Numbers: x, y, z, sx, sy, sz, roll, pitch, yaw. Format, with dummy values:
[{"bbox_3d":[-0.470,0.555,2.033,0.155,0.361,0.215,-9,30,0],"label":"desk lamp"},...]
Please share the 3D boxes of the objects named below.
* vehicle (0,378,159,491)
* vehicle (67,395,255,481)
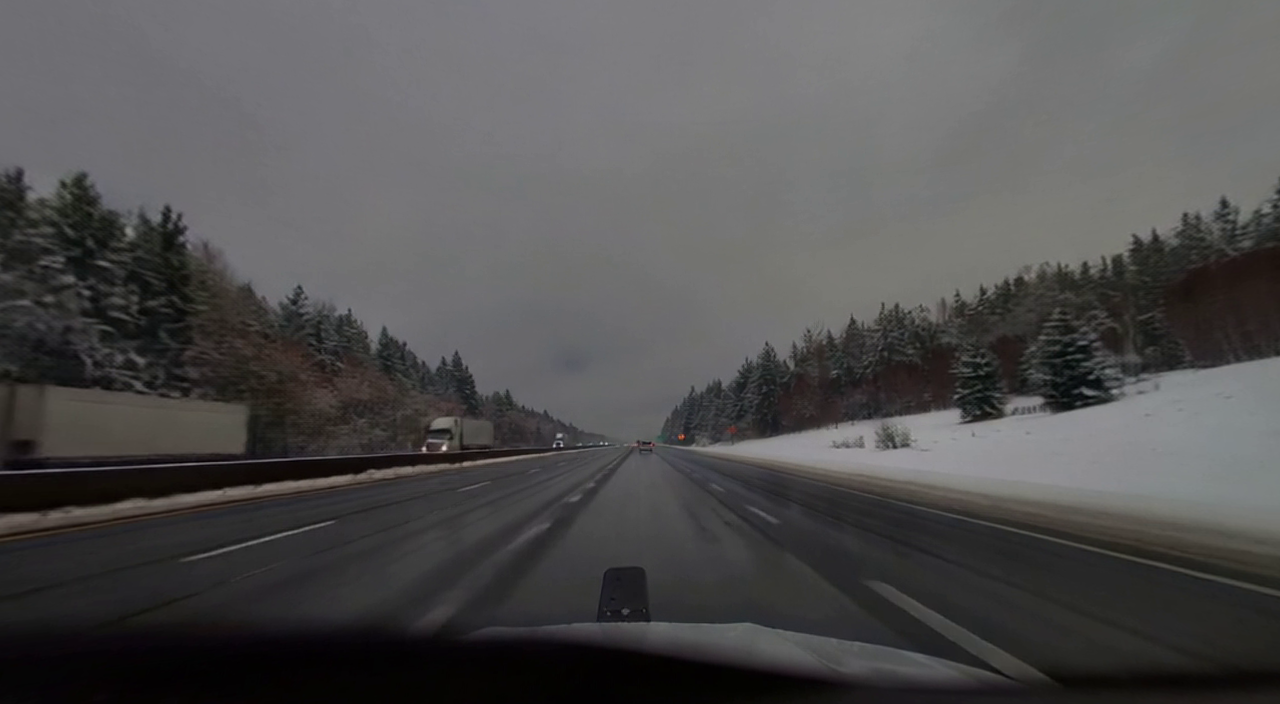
[{"bbox_3d":[-22.386,2.931,22.143,3.019,3.659,9.658,0,-8,1],"label":"vehicle"},{"bbox_3d":[-22.389,4.136,30.156,2.827,3.536,7.540,0,-8,1],"label":"vehicle"}]
